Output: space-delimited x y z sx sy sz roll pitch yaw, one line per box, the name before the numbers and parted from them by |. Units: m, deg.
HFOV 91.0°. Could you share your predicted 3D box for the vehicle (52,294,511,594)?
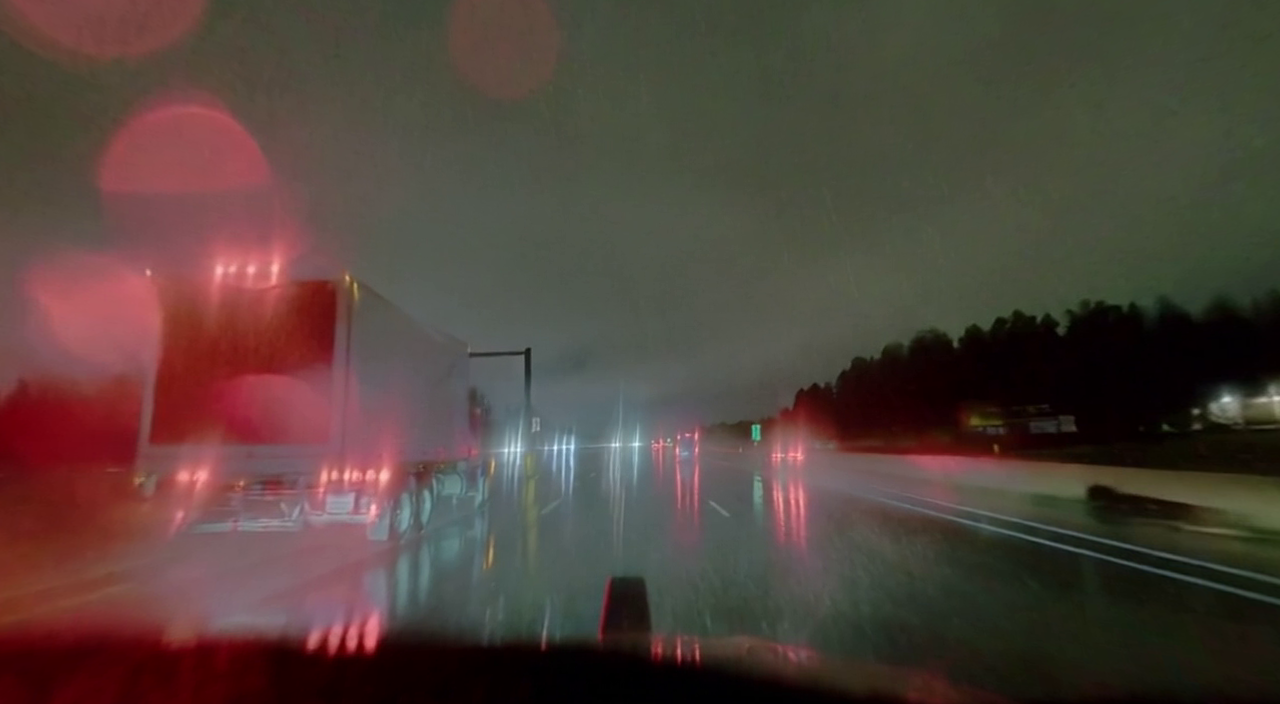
vehicle | -3.746 1.238 8.815 2.443 2.586 6.701 0 -8 0
